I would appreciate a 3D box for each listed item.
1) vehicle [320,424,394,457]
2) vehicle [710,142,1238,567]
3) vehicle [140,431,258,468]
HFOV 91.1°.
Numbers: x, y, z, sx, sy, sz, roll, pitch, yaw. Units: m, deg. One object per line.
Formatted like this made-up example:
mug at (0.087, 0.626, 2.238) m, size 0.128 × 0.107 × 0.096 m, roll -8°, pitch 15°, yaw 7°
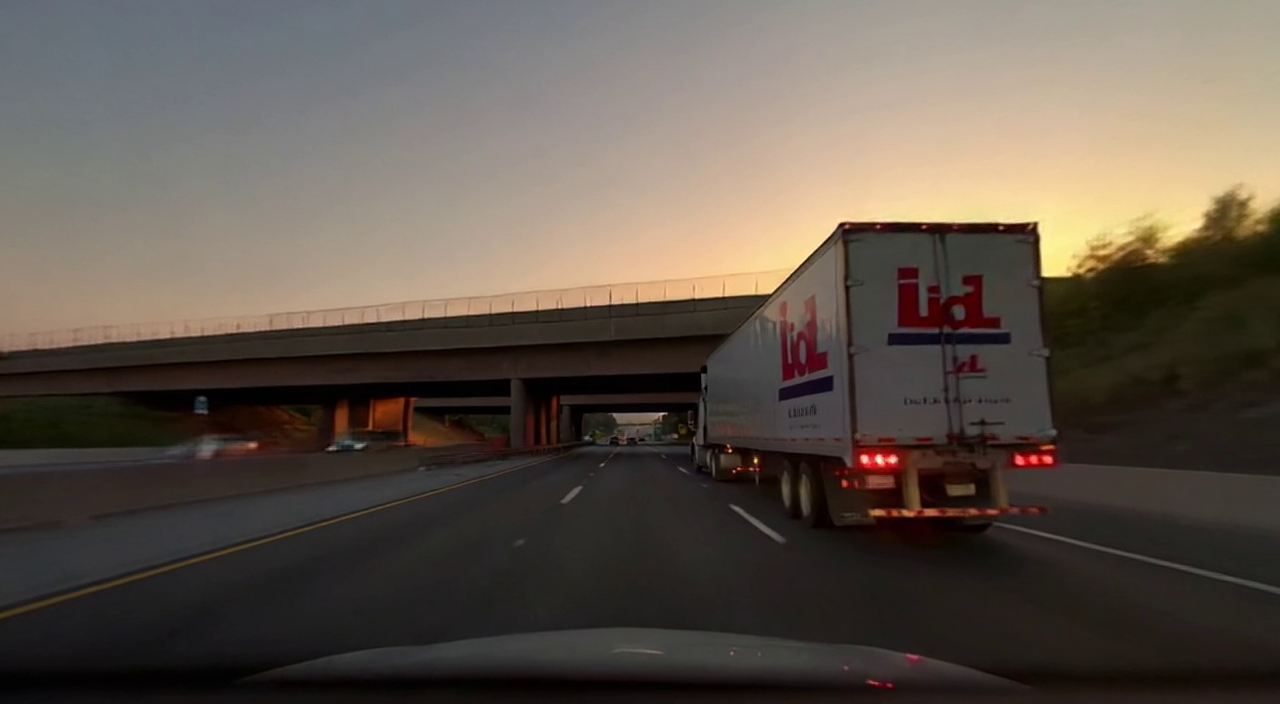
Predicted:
vehicle at (-15.457, 4.863, 34.597) m, size 1.915 × 1.657 × 4.532 m, roll 0°, pitch -8°, yaw 1°
vehicle at (3.987, 0.912, 13.457) m, size 3.034 × 4.194 × 14.704 m, roll 0°, pitch -8°, yaw -1°
vehicle at (-19.254, 4.259, 27.746) m, size 1.891 × 1.495 × 4.650 m, roll 0°, pitch -8°, yaw -1°
